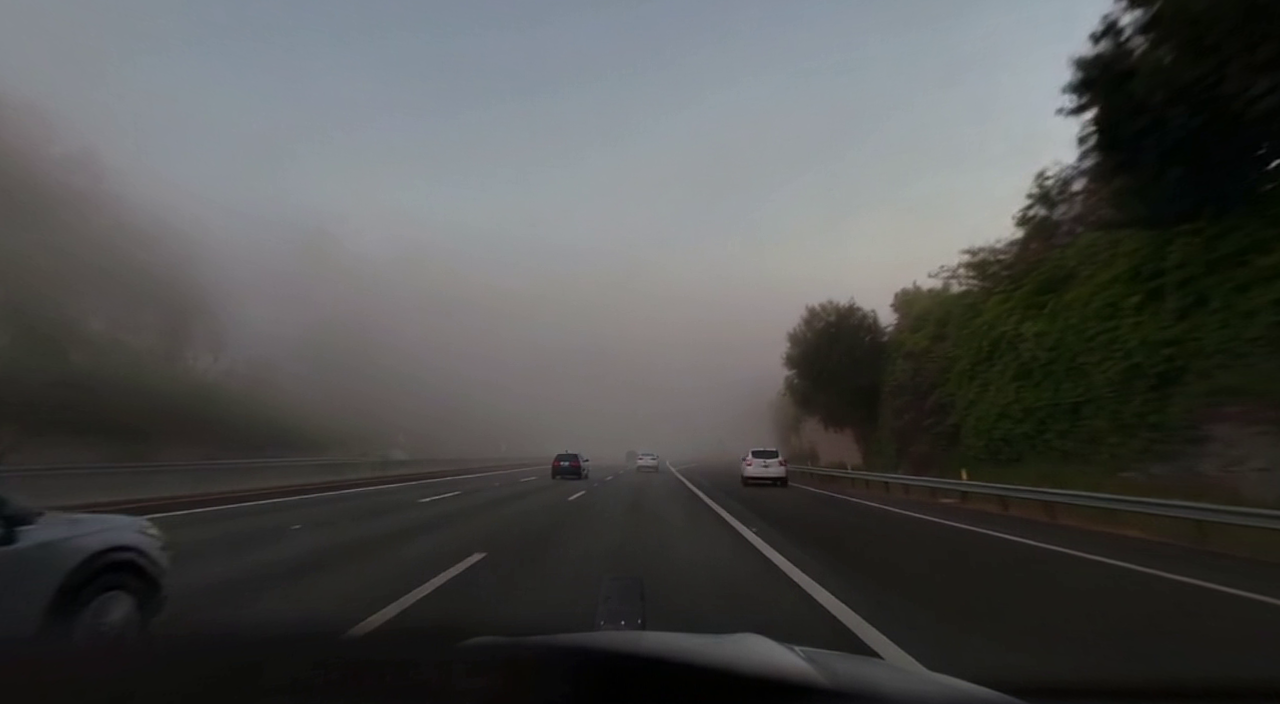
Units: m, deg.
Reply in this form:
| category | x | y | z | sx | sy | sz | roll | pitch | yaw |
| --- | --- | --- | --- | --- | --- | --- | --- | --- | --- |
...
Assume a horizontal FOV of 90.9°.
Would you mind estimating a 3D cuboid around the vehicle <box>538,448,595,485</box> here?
| category | x | y | z | sx | sy | sz | roll | pitch | yaw |
| --- | --- | --- | --- | --- | --- | --- | --- | --- | --- |
| vehicle | -3.227 | 5.117 | 28.443 | 1.997 | 1.540 | 3.906 | 0 | -9 | 2 |

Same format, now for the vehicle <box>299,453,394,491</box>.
| category | x | y | z | sx | sy | sz | roll | pitch | yaw |
| --- | --- | --- | --- | --- | --- | --- | --- | --- | --- |
| vehicle | -12.639 | 5.162 | 27.493 | 1.979 | 1.476 | 4.417 | 0 | -9 | 1 |

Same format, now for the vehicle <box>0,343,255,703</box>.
| category | x | y | z | sx | sy | sz | roll | pitch | yaw |
| --- | --- | --- | --- | --- | --- | --- | --- | --- | --- |
| vehicle | -3.564 | 0.712 | 1.704 | 2.263 | 1.696 | 4.321 | 0 | -9 | 0 |

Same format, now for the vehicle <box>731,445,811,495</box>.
| category | x | y | z | sx | sy | sz | roll | pitch | yaw |
| --- | --- | --- | --- | --- | --- | --- | --- | --- | --- |
| vehicle | 4.488 | 4.113 | 22.288 | 2.020 | 1.548 | 4.715 | 0 | -9 | 3 |
